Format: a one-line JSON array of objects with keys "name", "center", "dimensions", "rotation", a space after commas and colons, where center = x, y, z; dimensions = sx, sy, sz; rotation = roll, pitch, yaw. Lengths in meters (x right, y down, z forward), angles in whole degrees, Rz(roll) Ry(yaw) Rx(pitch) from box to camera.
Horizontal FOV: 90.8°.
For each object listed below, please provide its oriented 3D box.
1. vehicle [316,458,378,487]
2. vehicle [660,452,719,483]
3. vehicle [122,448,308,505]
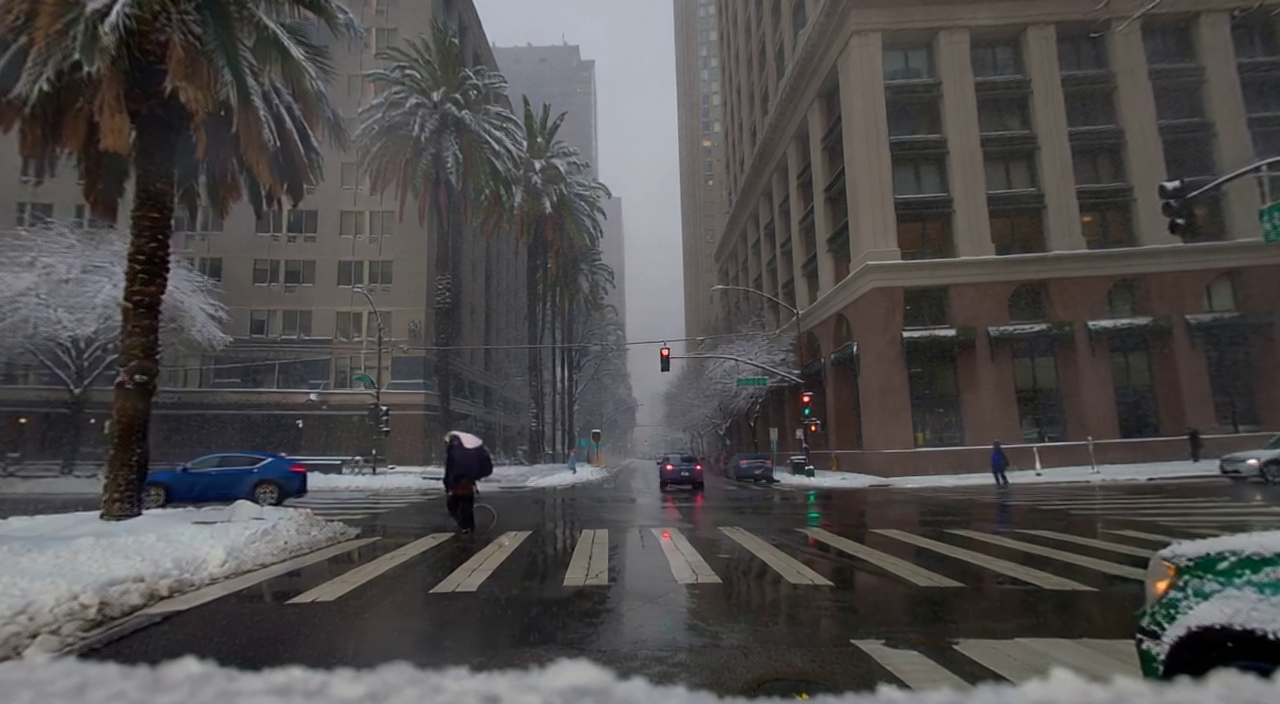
[{"name": "vehicle", "center": [-20.074, 8.258, 43.510], "dimensions": [2.043, 1.745, 4.420], "rotation": [0, -8, 1]}, {"name": "vehicle", "center": [2.636, 6.299, 34.777], "dimensions": [2.000, 1.525, 4.273], "rotation": [2, -9, -14]}, {"name": "vehicle", "center": [-13.094, 3.827, 19.878], "dimensions": [4.499, 1.594, 1.898], "rotation": [4, -9, -25]}]
